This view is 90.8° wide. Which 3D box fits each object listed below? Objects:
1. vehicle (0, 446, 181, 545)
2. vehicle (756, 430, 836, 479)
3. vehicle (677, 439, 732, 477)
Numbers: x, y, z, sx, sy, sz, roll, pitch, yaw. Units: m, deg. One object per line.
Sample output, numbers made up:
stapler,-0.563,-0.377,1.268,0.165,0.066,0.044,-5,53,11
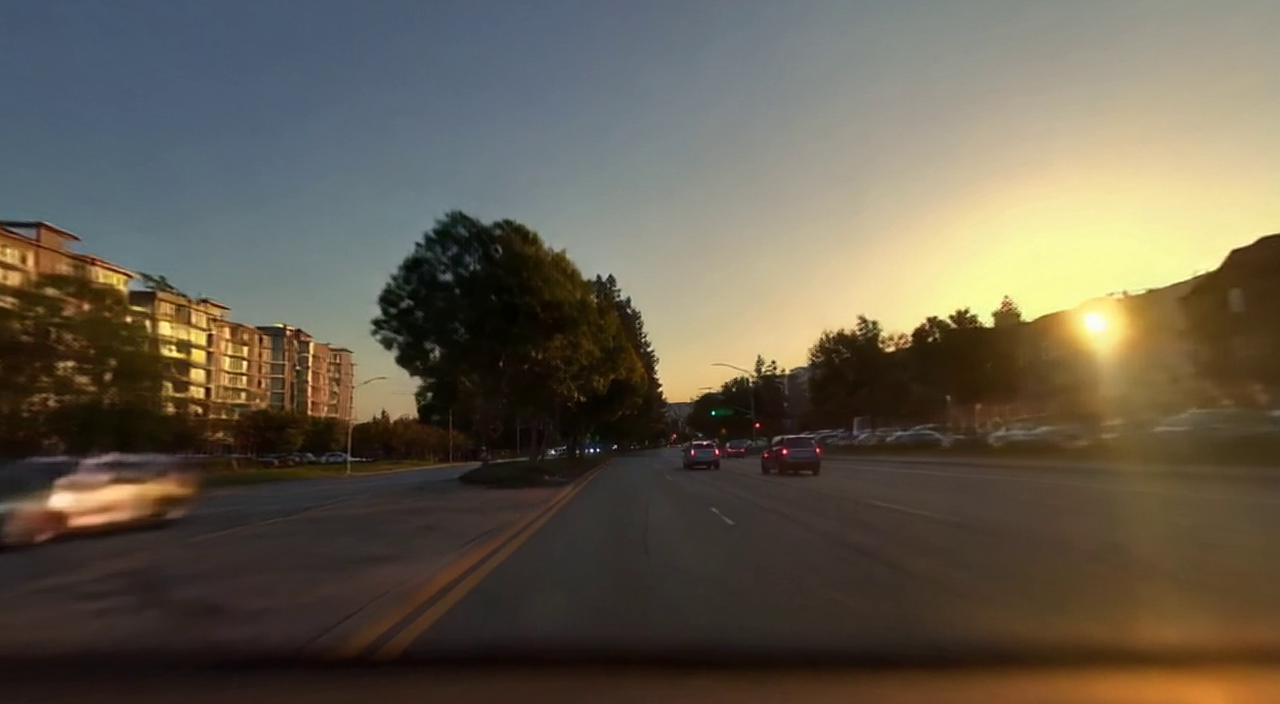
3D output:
vehicle,-11.096,2.541,11.639,1.802,1.560,4.476,-1,-8,2
vehicle,6.242,4.172,25.904,1.946,1.773,4.641,0,-8,-2
vehicle,2.858,4.792,28.798,1.917,1.538,4.259,0,-8,-2
